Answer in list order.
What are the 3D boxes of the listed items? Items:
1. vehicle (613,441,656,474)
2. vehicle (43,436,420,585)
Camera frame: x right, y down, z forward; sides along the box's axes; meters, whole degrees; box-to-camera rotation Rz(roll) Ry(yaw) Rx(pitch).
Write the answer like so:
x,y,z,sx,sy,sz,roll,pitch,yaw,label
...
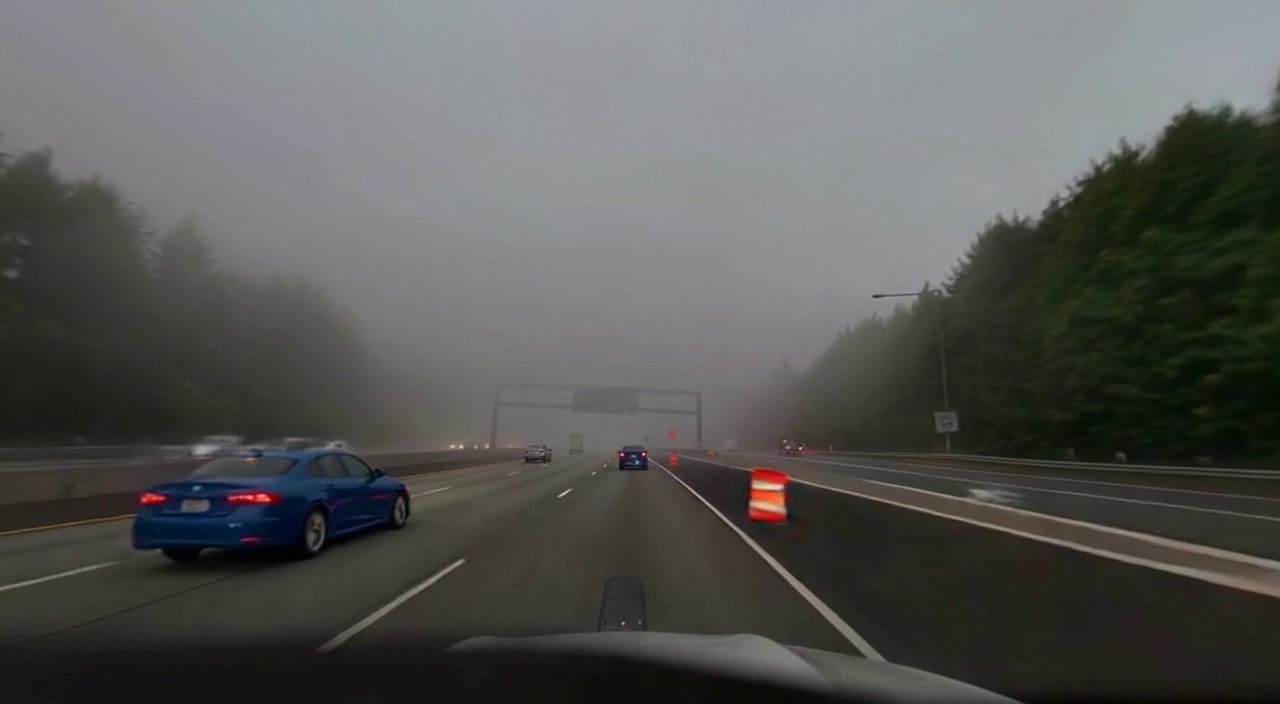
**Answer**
x,y,z,sx,sy,sz,roll,pitch,yaw,label
-0.280,5.155,30.947,1.963,1.462,4.681,0,-8,-1,vehicle
-4.723,1.855,8.295,2.001,1.415,4.360,0,-8,1,vehicle
